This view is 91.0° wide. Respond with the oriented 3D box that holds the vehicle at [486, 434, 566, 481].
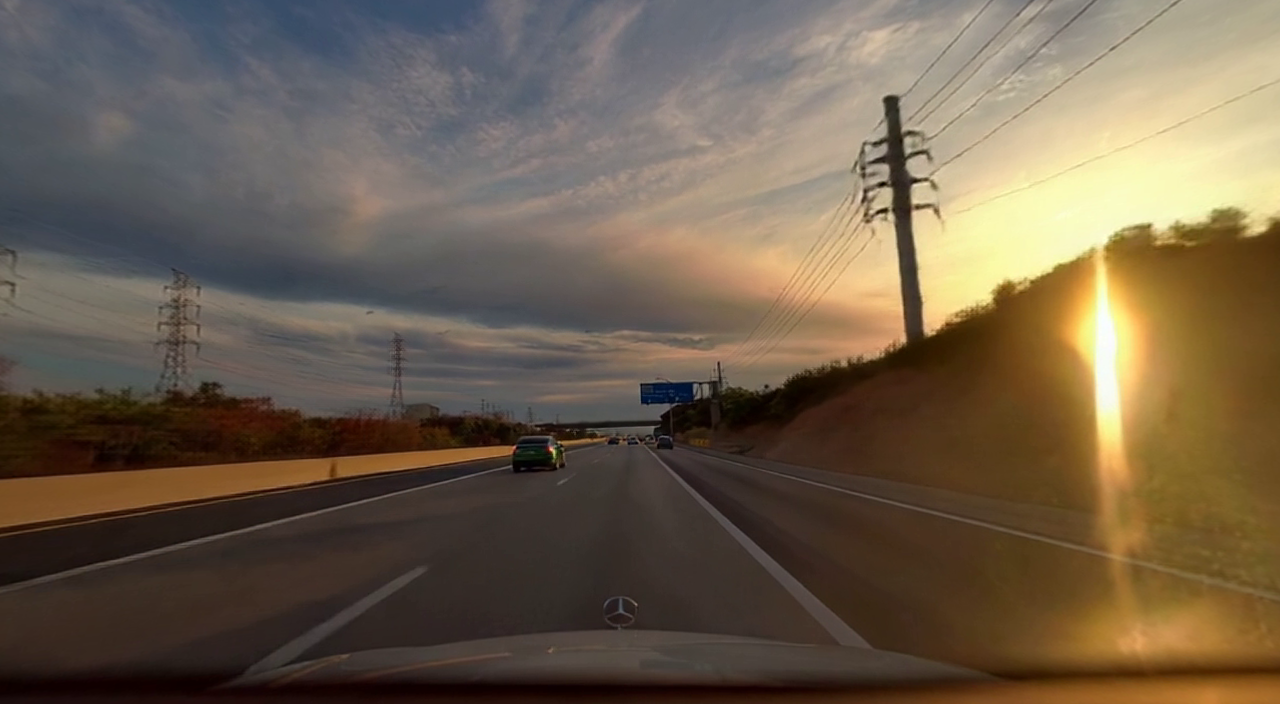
[{"bbox_3d":[-4.032,3.806,23.124,2.016,1.543,4.870,0,-8,0],"label":"vehicle"}]
